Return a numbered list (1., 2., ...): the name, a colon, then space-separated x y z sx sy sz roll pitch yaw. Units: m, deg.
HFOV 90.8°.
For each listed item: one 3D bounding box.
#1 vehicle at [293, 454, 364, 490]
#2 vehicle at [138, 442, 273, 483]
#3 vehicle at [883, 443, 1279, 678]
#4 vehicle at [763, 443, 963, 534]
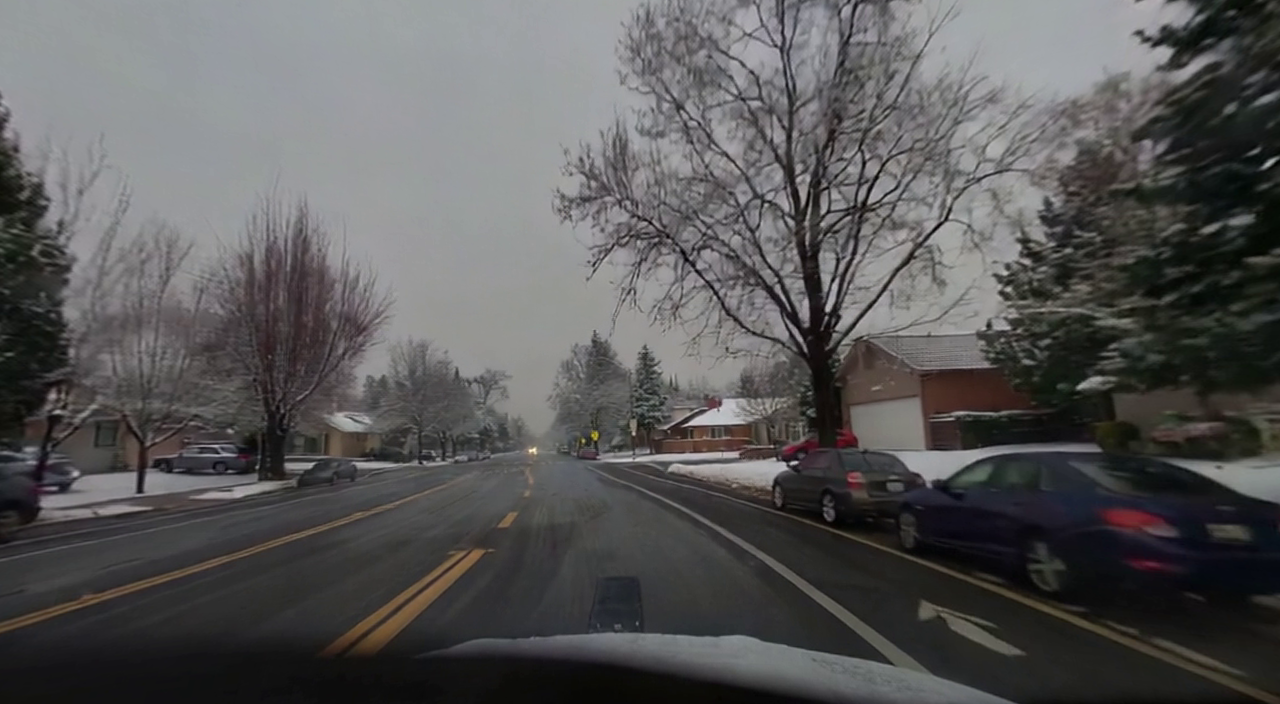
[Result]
1. vehicle: -14.921 5.737 30.514 1.870 1.451 4.140 0 -8 -8
2. vehicle: -23.211 5.917 33.958 5.560 1.892 2.099 -1 -9 -7
3. vehicle: 4.563 1.662 6.451 1.872 1.423 4.874 0 -9 -5
4. vehicle: 4.063 2.534 12.380 2.029 1.449 4.028 1 -9 -7
